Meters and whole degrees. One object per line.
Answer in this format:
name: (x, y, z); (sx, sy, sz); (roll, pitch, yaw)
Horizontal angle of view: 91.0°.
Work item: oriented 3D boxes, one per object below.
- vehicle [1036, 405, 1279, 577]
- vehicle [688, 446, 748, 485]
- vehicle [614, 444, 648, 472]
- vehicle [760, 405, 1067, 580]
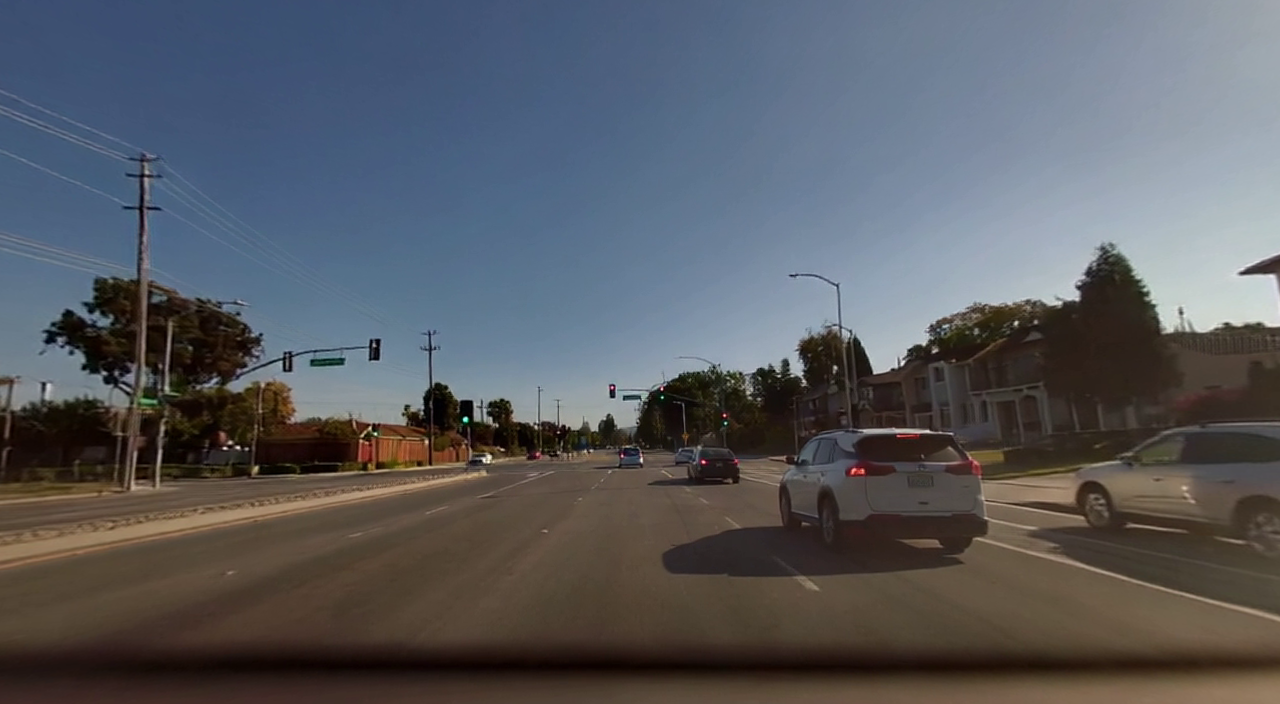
vehicle: (7.621, 1.652, 7.964); (2.172, 1.745, 4.608); (0, -9, 0)
vehicle: (3.115, 4.615, 26.011); (1.889, 1.451, 4.180); (0, -9, -1)
vehicle: (-0.646, 6.952, 41.494); (2.146, 1.685, 4.003); (0, -9, -2)
vehicle: (3.238, 1.783, 8.790); (2.129, 1.761, 4.610); (0, -9, -1)
